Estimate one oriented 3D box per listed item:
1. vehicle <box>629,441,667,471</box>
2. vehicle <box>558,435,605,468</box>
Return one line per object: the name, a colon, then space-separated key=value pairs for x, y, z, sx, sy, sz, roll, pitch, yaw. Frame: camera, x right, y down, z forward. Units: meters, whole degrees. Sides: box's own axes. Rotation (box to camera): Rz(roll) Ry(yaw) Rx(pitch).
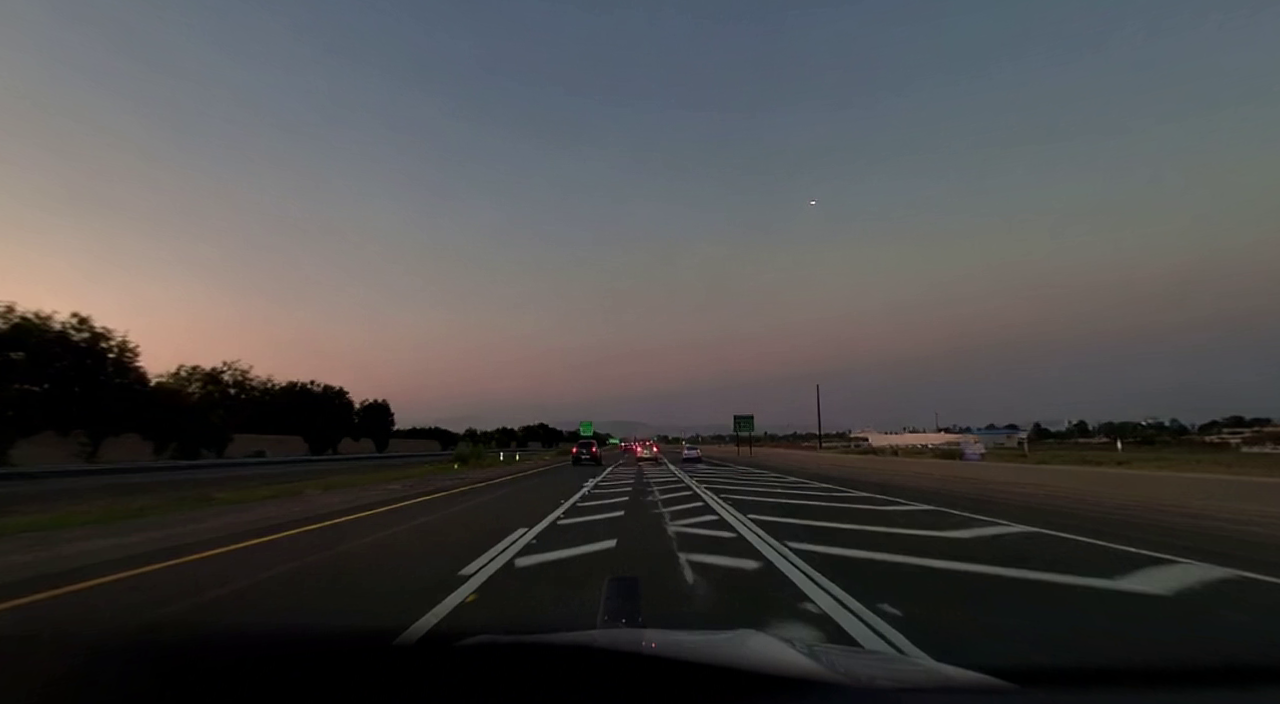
vehicle: x=0.409 y=5.726 z=34.994 sx=2.000 sy=1.558 sz=3.945 roll=0 pitch=-8 yaw=0
vehicle: x=-3.704 y=6.457 z=41.116 sx=2.403 sy=1.946 sz=5.623 roll=0 pitch=-8 yaw=1
